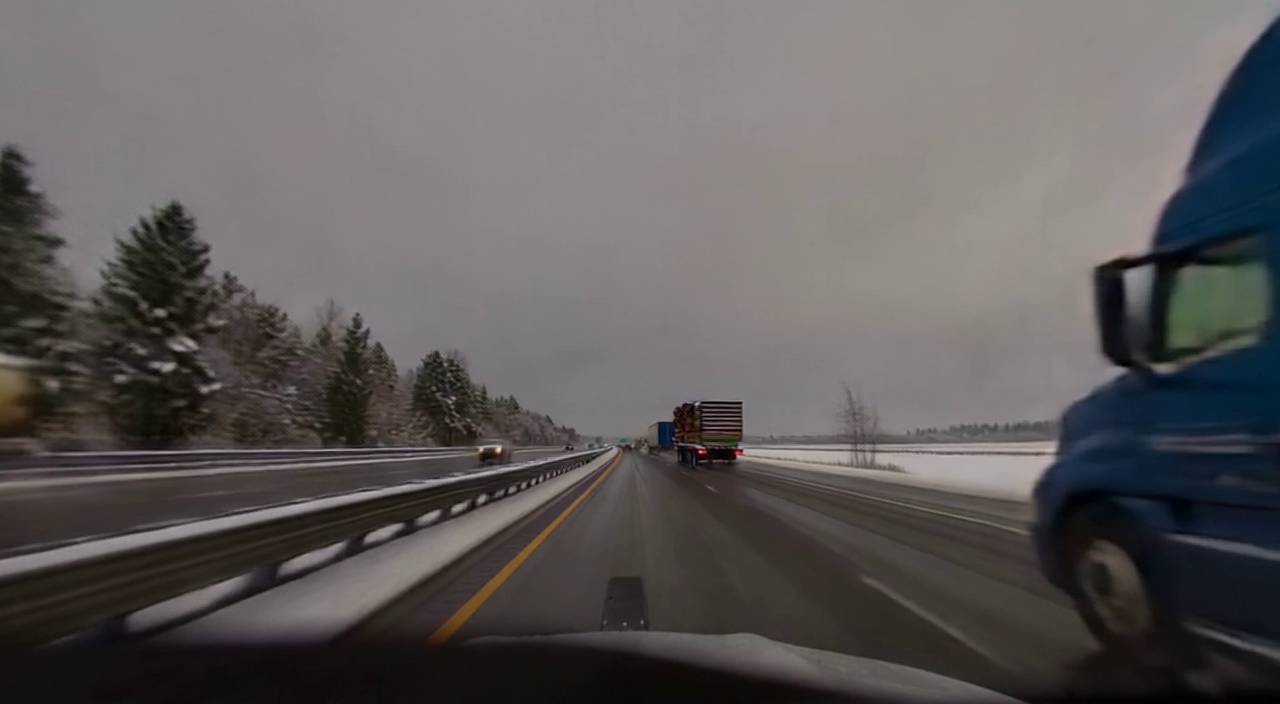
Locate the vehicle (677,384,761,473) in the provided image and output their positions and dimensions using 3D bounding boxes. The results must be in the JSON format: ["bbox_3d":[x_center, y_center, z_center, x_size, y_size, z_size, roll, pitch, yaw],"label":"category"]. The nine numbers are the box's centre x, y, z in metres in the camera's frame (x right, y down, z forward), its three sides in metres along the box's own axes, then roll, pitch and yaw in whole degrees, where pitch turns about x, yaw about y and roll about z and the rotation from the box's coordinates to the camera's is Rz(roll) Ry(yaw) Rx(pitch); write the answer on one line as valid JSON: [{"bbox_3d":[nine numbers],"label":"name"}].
[{"bbox_3d":[4.038,4.513,35.780,3.024,4.065,13.796,0,-8,0],"label":"vehicle"}]
